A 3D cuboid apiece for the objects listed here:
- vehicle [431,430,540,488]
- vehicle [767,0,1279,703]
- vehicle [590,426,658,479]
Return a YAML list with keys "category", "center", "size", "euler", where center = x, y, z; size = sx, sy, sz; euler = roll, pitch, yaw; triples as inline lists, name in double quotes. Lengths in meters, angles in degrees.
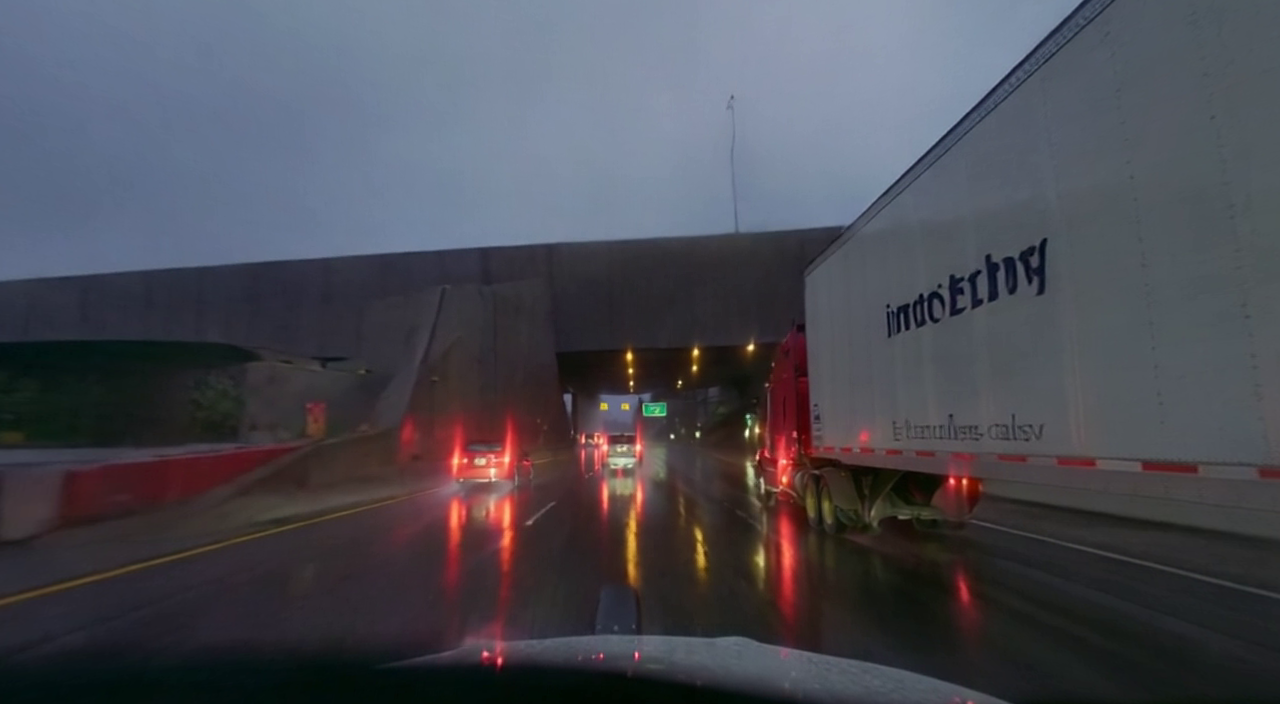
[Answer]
- category: "vehicle"
  center: [-4.228, 2.978, 18.004]
  size: [2.019, 1.435, 4.317]
  euler: [0, -8, 0]
- category: "vehicle"
  center: [3.823, -0.110, 4.289]
  size: [2.842, 4.108, 14.081]
  euler: [0, -8, -1]
- category: "vehicle"
  center: [-0.521, 3.329, 21.189]
  size: [2.094, 1.600, 3.666]
  euler: [0, -8, -1]
